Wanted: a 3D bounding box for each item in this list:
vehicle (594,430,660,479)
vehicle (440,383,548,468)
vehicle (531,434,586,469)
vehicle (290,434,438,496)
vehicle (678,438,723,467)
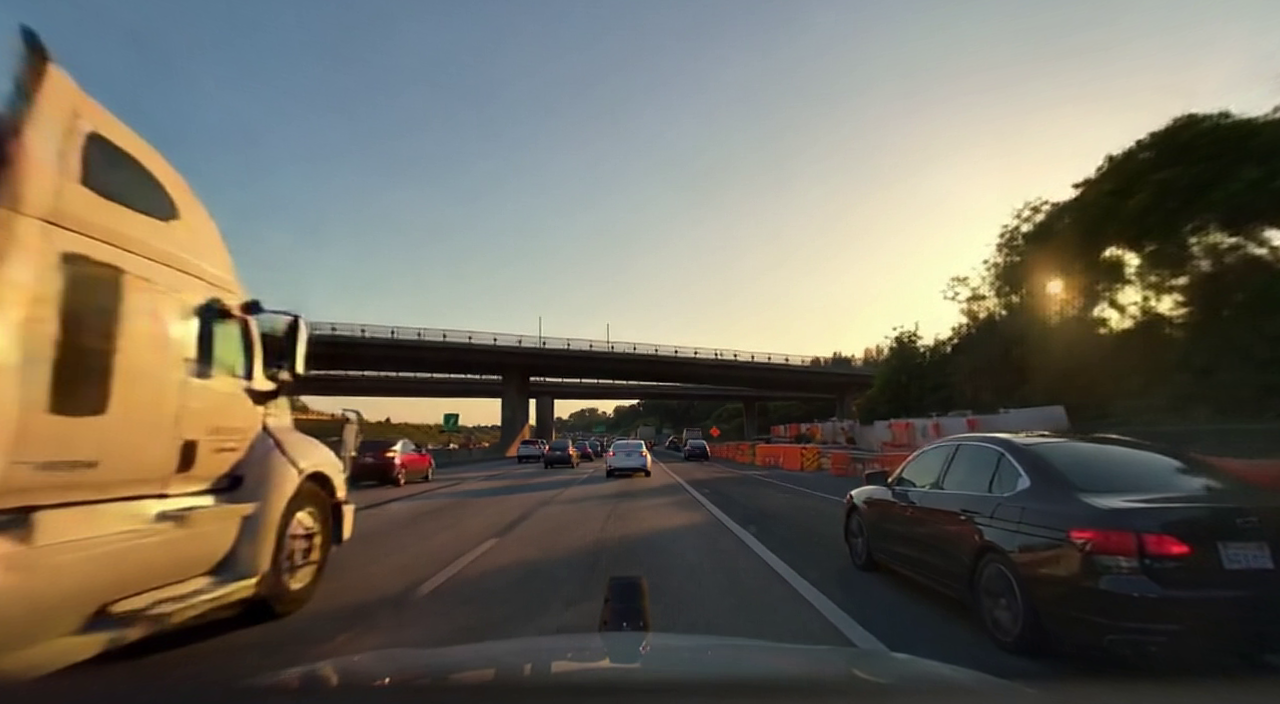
[{"bbox_3d":[-0.466,3.865,23.999,2.270,1.696,4.061,0,-8,0],"label":"vehicle"},{"bbox_3d":[-7.440,4.106,34.113,2.959,3.886,10.574,0,-8,2],"label":"vehicle"},{"bbox_3d":[-4.036,5.007,31.969,2.124,1.639,4.344,0,-8,2],"label":"vehicle"},{"bbox_3d":[-7.482,3.104,17.753,1.948,1.494,4.749,0,-8,1],"label":"vehicle"},{"bbox_3d":[3.182,5.374,33.939,2.003,1.465,4.092,0,-8,-1],"label":"vehicle"}]
